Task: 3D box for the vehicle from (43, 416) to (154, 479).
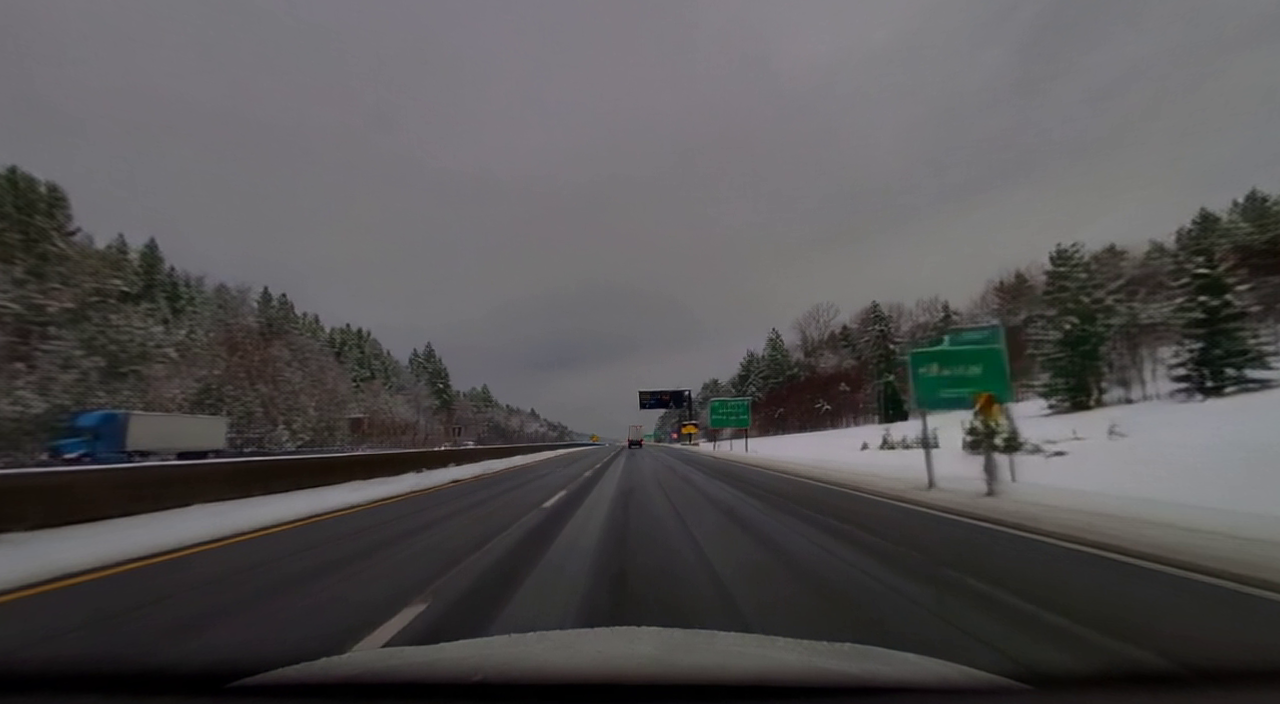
[{"bbox_3d":[-37.973,6.671,44.564,2.907,4.047,5.959,1,-8,-8],"label":"vehicle"}]
